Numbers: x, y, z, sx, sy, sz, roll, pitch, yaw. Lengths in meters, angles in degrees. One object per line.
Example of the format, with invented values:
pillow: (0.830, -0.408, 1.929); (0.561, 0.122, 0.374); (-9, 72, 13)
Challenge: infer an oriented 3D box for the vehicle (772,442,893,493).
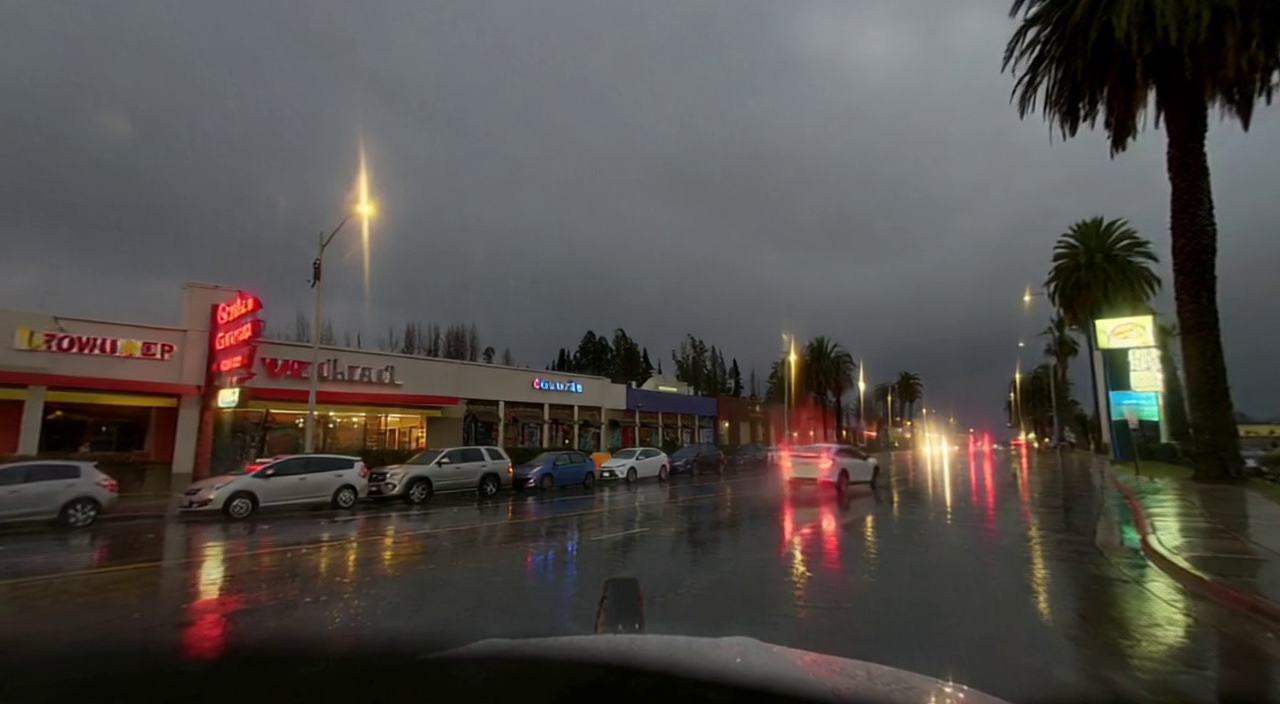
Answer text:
vehicle: (6.703, 3.858, 21.520); (2.232, 1.513, 5.090); (-6, -11, 37)

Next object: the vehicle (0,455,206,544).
vehicle: (-11.440, 2.739, 12.004); (1.854, 1.482, 4.756); (-6, -11, 37)

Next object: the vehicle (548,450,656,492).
vehicle: (-1.409, 4.650, 25.001); (1.837, 1.468, 4.389); (-6, -11, 37)

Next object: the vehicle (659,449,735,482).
vehicle: (2.869, 5.504, 30.876); (1.776, 1.448, 4.137); (-6, -11, 37)

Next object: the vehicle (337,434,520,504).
vehicle: (-6.175, 3.596, 18.994); (1.989, 1.792, 4.884); (-9, -15, 35)

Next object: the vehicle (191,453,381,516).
vehicle: (-10.567, 3.900, 19.135); (1.900, 1.615, 4.573); (-6, -11, 37)
